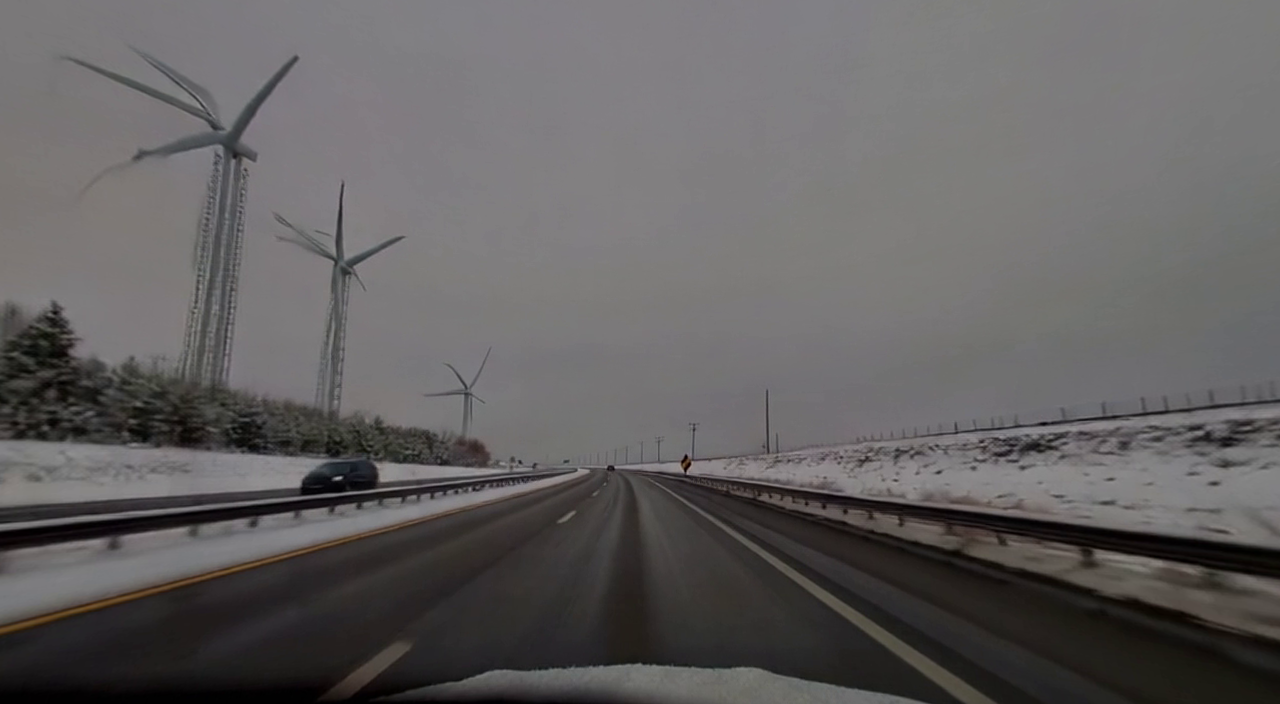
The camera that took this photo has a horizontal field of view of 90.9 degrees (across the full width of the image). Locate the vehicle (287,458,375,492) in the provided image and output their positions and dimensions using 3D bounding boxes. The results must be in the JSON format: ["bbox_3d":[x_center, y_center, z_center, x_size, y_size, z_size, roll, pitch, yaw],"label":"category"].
[{"bbox_3d":[-14.844,5.958,30.574,1.979,1.471,4.623,1,-11,-2],"label":"vehicle"}]
